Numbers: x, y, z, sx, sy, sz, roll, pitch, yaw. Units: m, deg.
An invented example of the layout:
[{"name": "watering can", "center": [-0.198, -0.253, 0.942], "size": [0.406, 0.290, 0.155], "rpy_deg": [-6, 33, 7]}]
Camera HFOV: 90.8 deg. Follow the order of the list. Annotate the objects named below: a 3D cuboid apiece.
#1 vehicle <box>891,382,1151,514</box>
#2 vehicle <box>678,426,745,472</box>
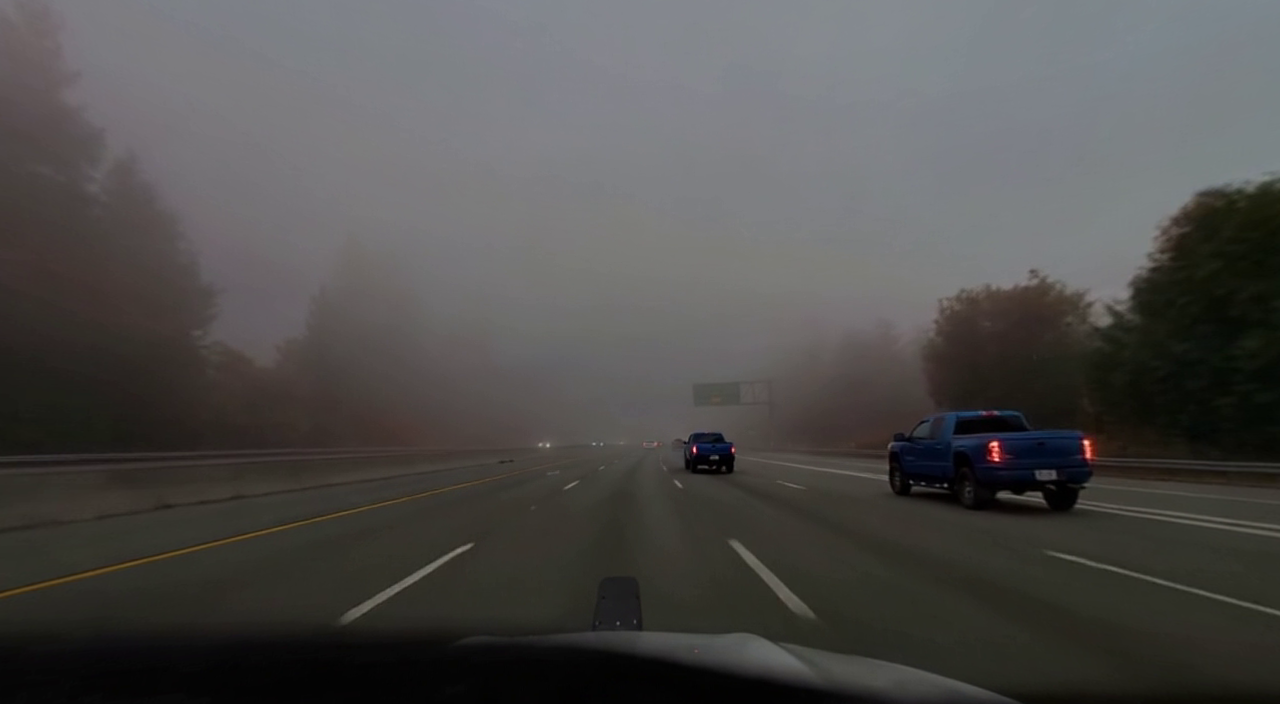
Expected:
[{"name": "vehicle", "center": [7.684, 2.054, 13.691], "size": [2.158, 2.268, 5.396], "rpy_deg": [0, -9, -1]}, {"name": "vehicle", "center": [3.243, 4.570, 29.785], "size": [2.462, 1.984, 4.718], "rpy_deg": [0, -9, -2]}]
